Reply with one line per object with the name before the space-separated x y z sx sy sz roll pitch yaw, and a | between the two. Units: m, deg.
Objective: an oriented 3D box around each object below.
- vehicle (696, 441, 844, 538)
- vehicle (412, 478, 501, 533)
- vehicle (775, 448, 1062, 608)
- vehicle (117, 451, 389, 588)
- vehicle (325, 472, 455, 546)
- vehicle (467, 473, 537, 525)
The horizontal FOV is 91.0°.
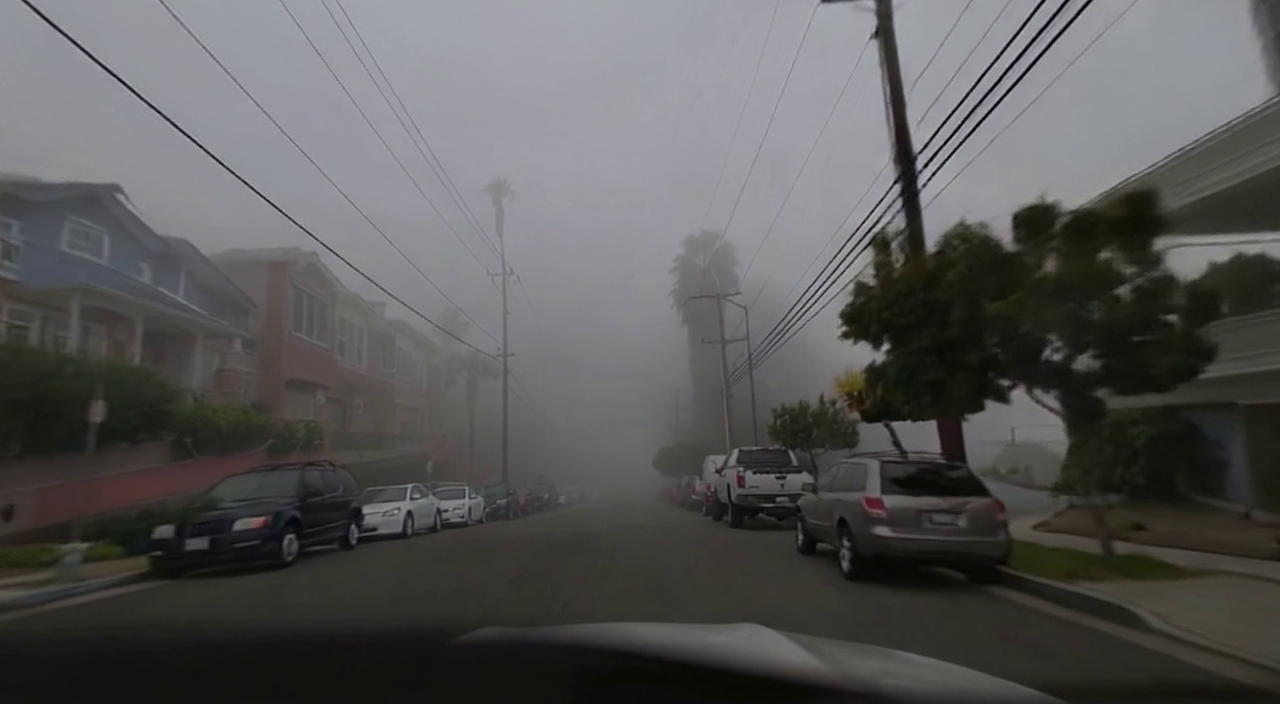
vehicle | 2.948 3.269 16.059 2.268 1.953 6.124 0 -8 -2
vehicle | -6.356 5.340 22.359 1.874 1.449 4.622 0 -8 -2
vehicle | 3.062 1.962 7.962 1.756 1.455 3.965 0 -8 -1
vehicle | -6.506 2.773 11.531 1.933 1.824 5.142 0 -8 -3
vehicle | -6.562 4.131 17.107 1.841 1.491 4.525 0 -8 -2
vehicle | -6.214 6.665 28.991 2.349 1.952 4.848 0 -8 -3
